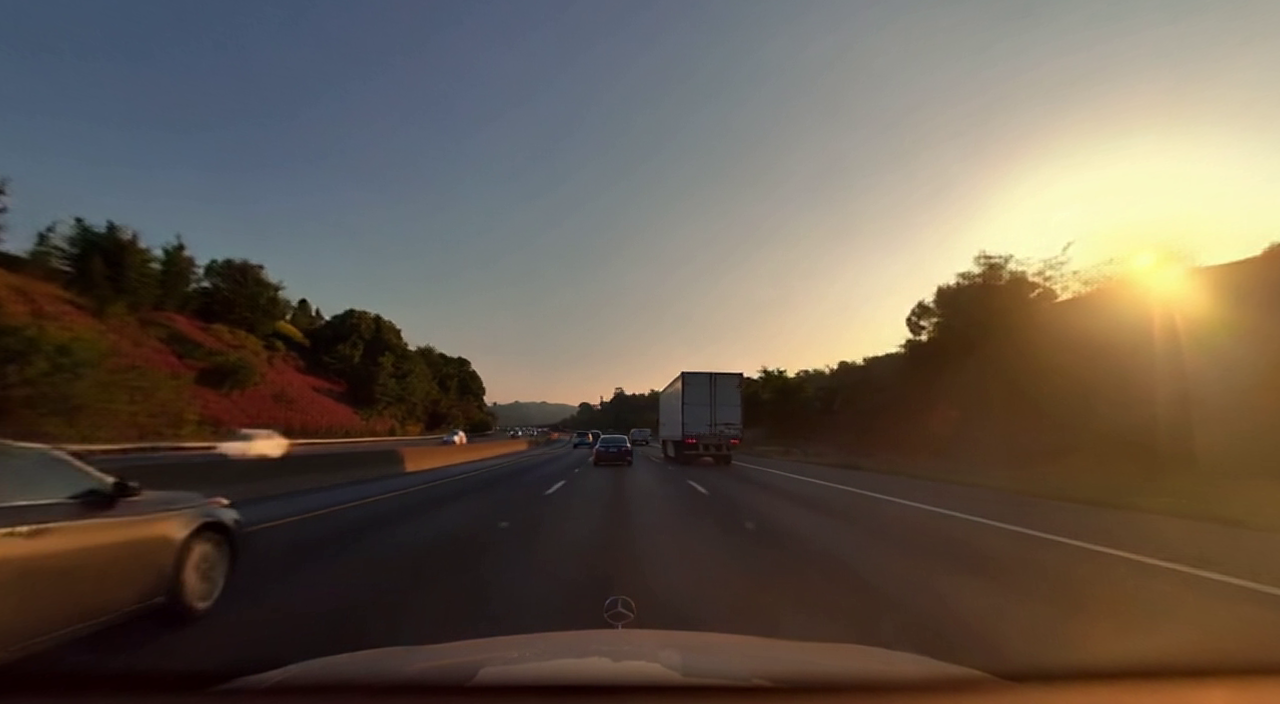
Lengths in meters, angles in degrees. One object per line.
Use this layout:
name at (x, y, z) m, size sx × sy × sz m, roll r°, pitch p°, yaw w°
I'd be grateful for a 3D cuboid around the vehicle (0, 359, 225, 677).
vehicle at (-4.581, 0.822, 2.810) m, size 2.264 × 1.699 × 4.648 m, roll 0°, pitch -8°, yaw 0°

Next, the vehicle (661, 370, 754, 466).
vehicle at (3.114, 3.828, 34.253) m, size 2.946 × 4.111 × 14.652 m, roll 0°, pitch -8°, yaw -2°

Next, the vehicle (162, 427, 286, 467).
vehicle at (-17.588, 4.051, 26.899) m, size 2.131 × 1.536 × 4.656 m, roll 0°, pitch -8°, yaw 0°

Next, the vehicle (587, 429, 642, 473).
vehicle at (-0.996, 3.936, 25.194) m, size 2.048 × 1.563 × 4.087 m, roll 0°, pitch -8°, yaw -2°
